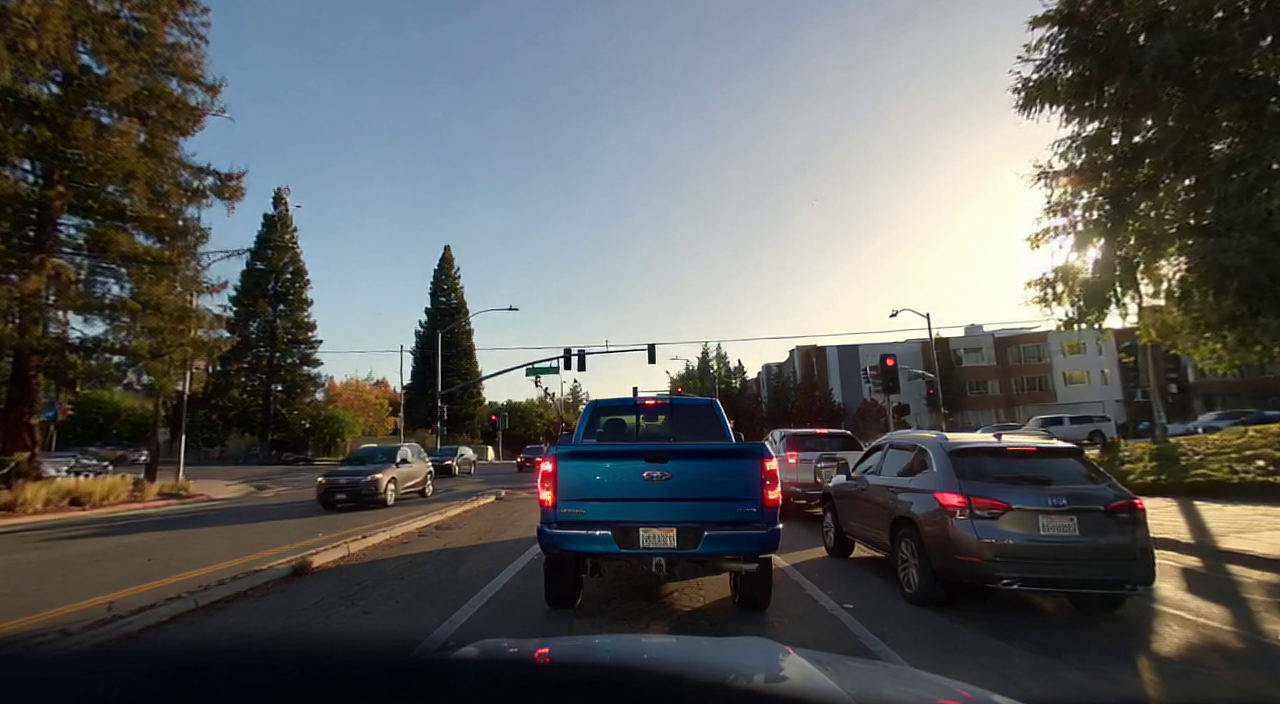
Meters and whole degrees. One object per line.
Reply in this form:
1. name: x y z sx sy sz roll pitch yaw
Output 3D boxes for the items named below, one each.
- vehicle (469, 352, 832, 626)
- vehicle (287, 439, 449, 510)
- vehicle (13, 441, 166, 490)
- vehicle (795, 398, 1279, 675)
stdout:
1. vehicle: 0.101 1.394 7.413 2.636 2.011 5.425 0 -8 1
2. vehicle: -6.521 2.967 15.837 1.905 1.494 4.666 0 -8 1
3. vehicle: -21.741 4.471 25.206 2.062 1.764 4.508 0 -8 -2
4. vehicle: 3.335 1.501 6.472 2.155 1.667 5.162 0 -8 0
